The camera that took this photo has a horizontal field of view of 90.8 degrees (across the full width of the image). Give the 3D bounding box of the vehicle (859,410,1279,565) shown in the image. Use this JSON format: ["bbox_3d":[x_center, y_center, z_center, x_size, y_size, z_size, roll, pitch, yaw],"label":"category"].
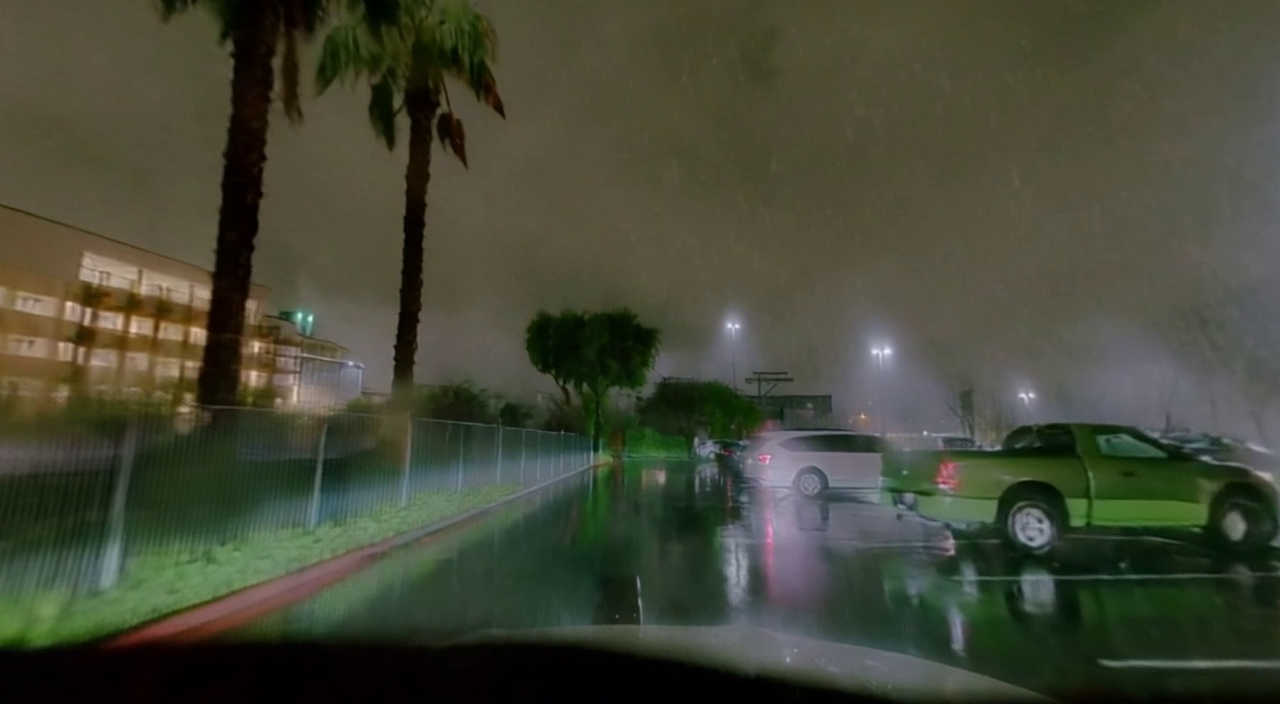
[{"bbox_3d":[6.115,1.781,8.724,5.381,1.826,2.047,0,-9,-2],"label":"vehicle"}]

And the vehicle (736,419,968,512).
[{"bbox_3d":[5.580,3.031,17.306,5.639,2.033,2.172,2,-7,5],"label":"vehicle"}]
